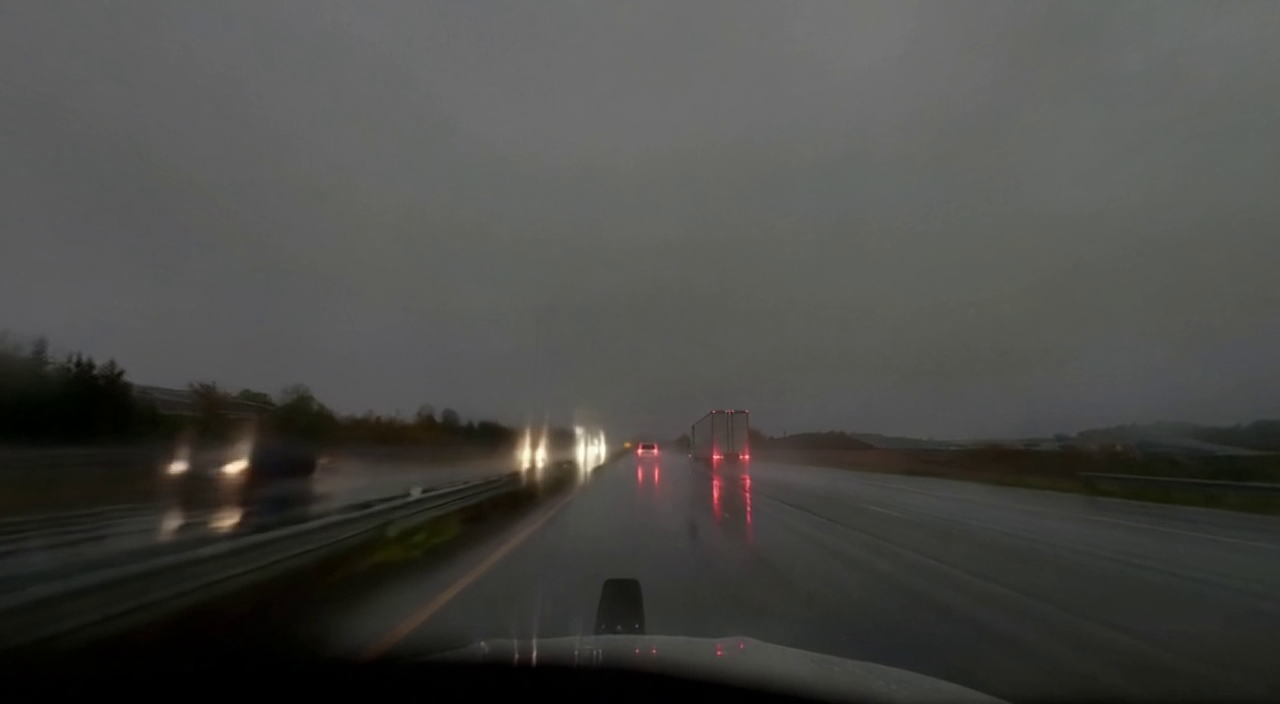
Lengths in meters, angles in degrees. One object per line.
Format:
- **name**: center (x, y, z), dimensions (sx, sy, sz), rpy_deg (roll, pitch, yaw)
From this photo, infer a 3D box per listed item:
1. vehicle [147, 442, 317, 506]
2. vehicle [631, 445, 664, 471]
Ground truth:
- **vehicle**: center (-11.685, 3.505, 18.499), dimensions (2.018, 1.610, 4.523), rpy_deg (0, -9, -1)
- **vehicle**: center (0.489, 6.824, 40.704), dimensions (2.024, 1.579, 3.707), rpy_deg (0, -9, 0)
